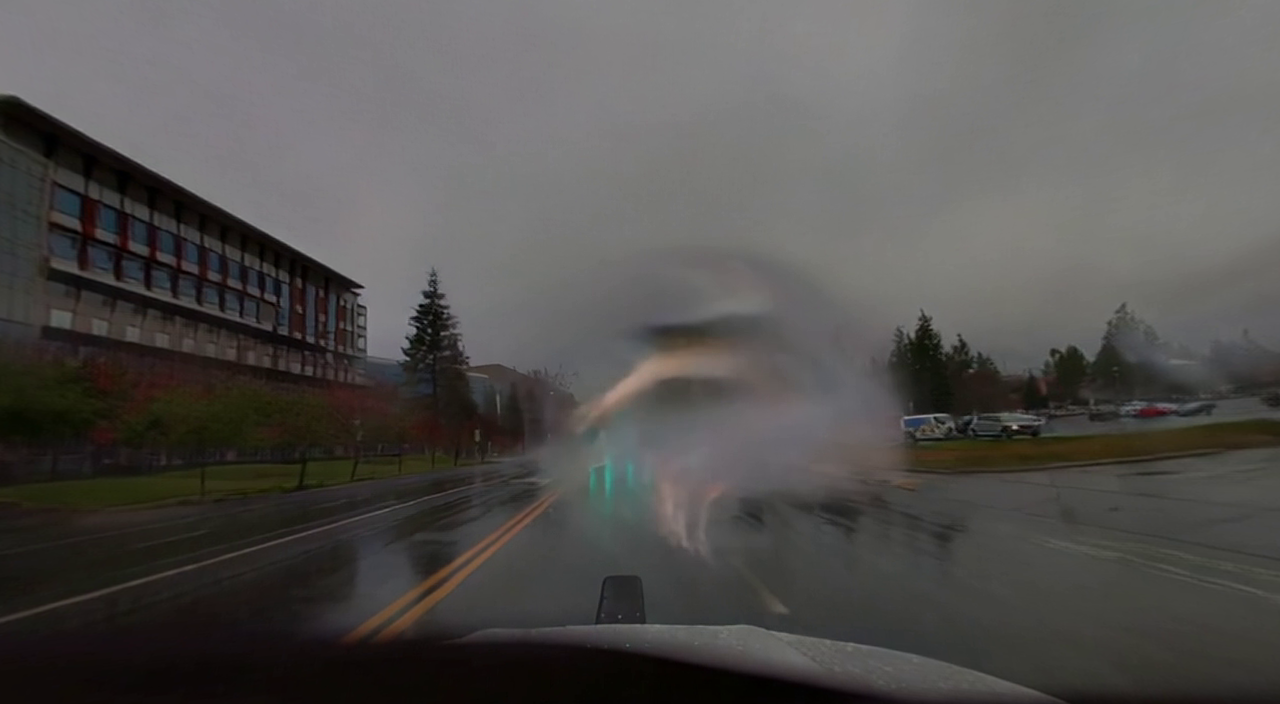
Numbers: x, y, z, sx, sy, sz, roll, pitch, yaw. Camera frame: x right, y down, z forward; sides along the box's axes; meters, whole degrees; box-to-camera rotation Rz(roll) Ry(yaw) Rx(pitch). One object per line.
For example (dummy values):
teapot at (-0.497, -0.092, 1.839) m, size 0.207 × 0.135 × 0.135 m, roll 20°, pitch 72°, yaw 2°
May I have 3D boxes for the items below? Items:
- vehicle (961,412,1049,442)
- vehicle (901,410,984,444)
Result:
vehicle at (19.822, 4.154, 34.421) m, size 2.021 × 1.472 × 4.047 m, roll 1°, pitch -8°, yaw -8°
vehicle at (16.916, 4.284, 35.527) m, size 2.059 × 1.788 × 4.708 m, roll 1°, pitch -8°, yaw -4°
